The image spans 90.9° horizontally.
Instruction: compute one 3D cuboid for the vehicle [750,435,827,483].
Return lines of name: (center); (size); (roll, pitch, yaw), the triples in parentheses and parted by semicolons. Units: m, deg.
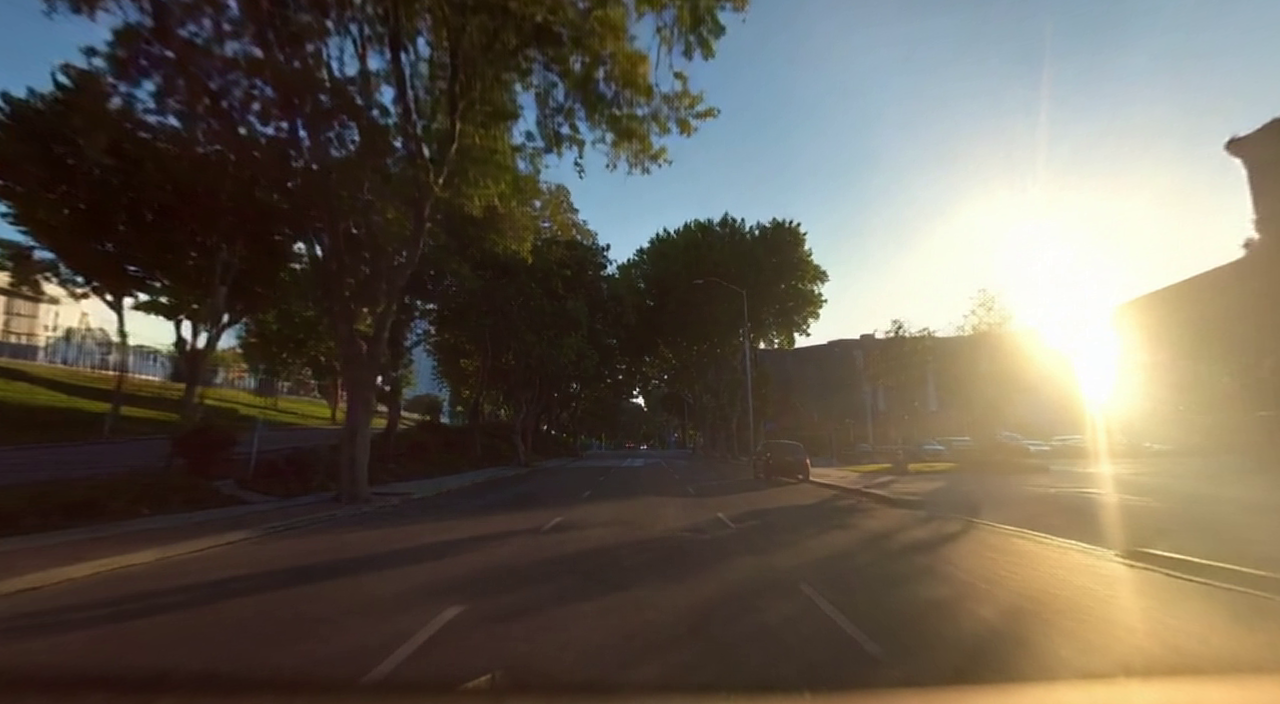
vehicle: (6.061, 4.446, 26.433); (2.177, 1.788, 5.106); (0, -8, 2)
